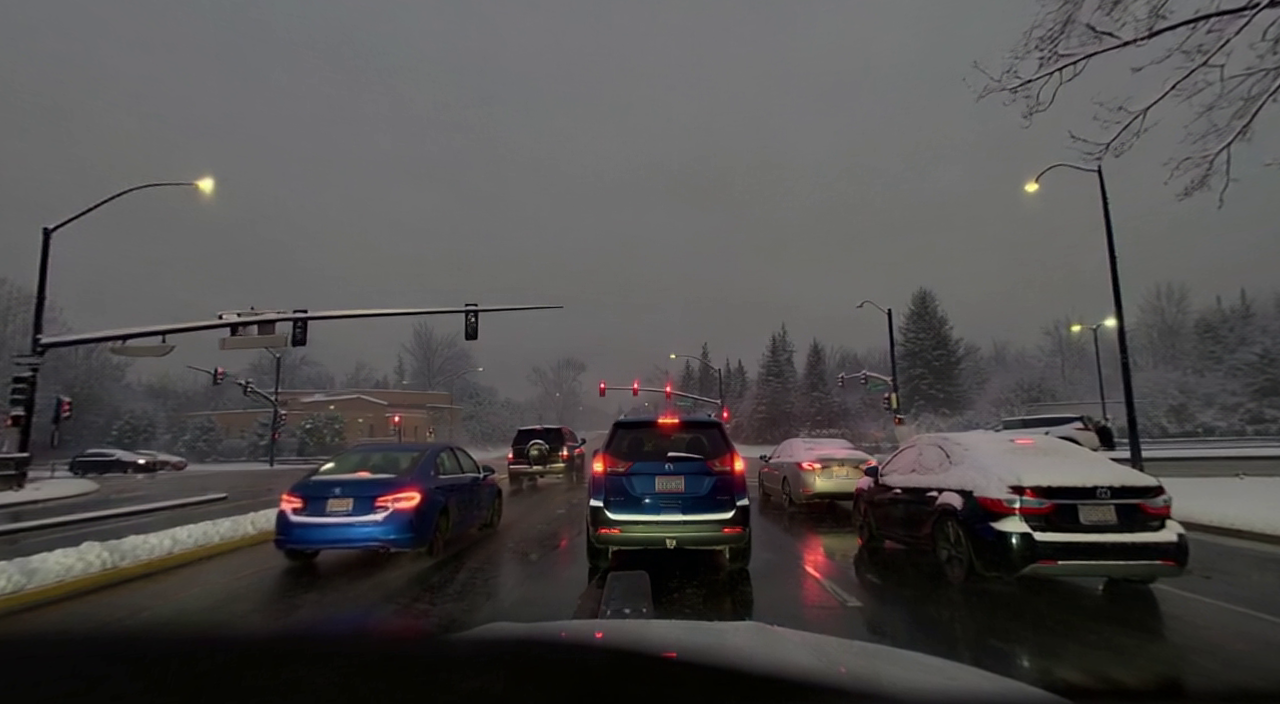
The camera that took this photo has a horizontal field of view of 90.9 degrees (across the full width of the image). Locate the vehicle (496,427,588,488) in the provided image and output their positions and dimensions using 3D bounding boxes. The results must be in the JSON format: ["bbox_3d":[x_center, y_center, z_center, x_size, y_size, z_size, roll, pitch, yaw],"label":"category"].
[{"bbox_3d":[-3.200,3.604,21.854,2.230,1.834,5.469,0,-8,1],"label":"vehicle"}]

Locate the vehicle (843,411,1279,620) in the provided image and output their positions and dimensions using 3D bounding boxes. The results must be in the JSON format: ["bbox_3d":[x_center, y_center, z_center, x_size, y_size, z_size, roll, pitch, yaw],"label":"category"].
[{"bbox_3d":[3.928,1.560,6.931,1.954,1.592,3.992,0,-8,-2],"label":"vehicle"}]

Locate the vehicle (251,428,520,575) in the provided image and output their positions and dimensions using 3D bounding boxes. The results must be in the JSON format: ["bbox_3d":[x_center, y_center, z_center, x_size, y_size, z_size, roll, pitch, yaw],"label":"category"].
[{"bbox_3d":[-3.034,1.861,8.698,1.876,1.497,4.308,0,-8,1],"label":"vehicle"}]

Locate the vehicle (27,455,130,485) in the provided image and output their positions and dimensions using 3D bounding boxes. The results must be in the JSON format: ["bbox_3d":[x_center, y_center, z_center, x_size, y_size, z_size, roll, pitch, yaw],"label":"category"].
[{"bbox_3d":[-33.051,6.941,37.144,4.395,1.636,1.926,-1,-8,6],"label":"vehicle"}]

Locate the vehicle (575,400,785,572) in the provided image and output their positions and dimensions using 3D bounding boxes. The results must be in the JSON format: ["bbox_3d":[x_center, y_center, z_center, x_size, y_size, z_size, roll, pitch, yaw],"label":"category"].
[{"bbox_3d":[0.401,1.712,8.766,2.172,1.764,4.338,0,-8,0],"label":"vehicle"}]
